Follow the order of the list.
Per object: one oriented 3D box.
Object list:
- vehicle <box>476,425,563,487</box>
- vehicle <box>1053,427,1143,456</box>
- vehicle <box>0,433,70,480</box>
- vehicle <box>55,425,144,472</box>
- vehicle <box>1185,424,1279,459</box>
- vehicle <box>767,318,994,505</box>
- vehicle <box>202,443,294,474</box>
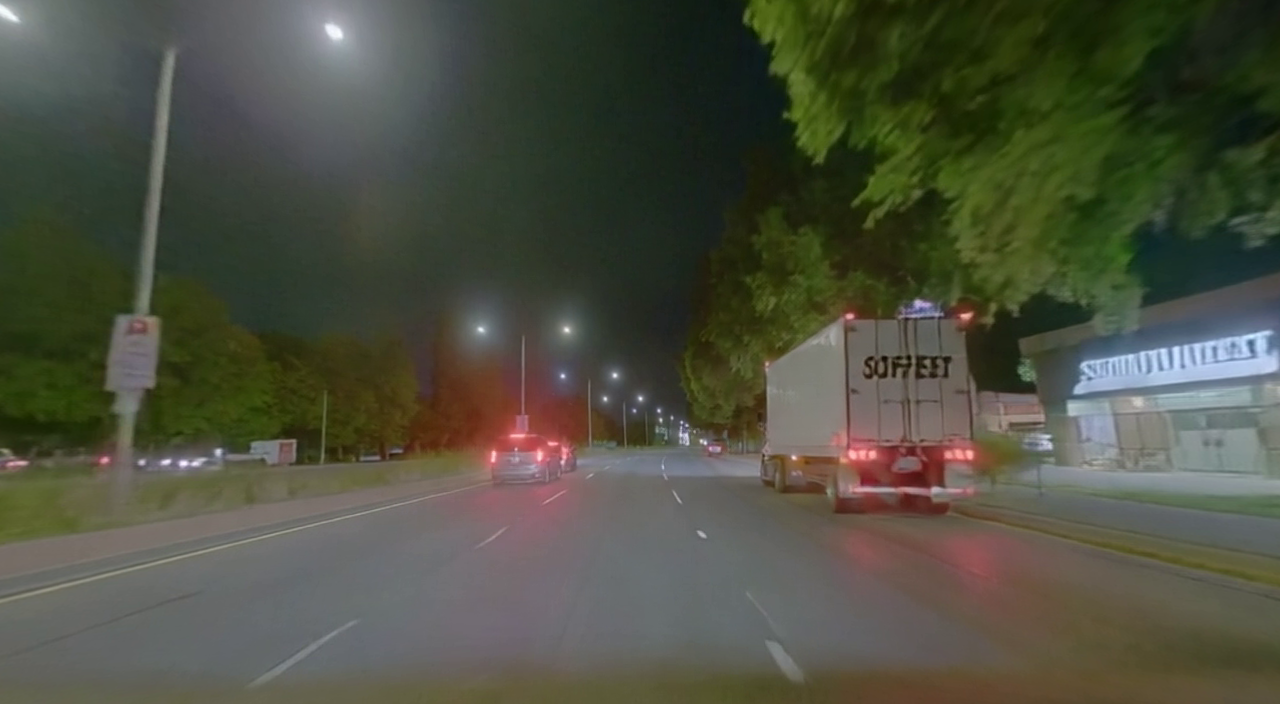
[{"bbox_3d":[-4.380,3.915,24.102,2.270,2.068,5.865,0,-9,-1],"label":"vehicle"},{"bbox_3d":[30.164,5.925,41.720,4.346,1.772,1.955,0,-10,-1],"label":"vehicle"},{"bbox_3d":[-36.397,6.184,37.587,5.674,2.586,2.268,-6,-10,35],"label":"vehicle"},{"bbox_3d":[-34.722,6.278,40.537,6.078,2.726,2.294,-7,-12,31],"label":"vehicle"},{"bbox_3d":[29.948,4.411,31.105,4.274,1.607,2.107,0,-9,-1],"label":"vehicle"},{"bbox_3d":[6.117,1.914,18.266,2.981,4.106,8.794,0,-9,0],"label":"vehicle"},{"bbox_3d":[-28.603,7.820,46.196,5.368,2.121,1.960,8,-14,-36],"label":"vehicle"}]
